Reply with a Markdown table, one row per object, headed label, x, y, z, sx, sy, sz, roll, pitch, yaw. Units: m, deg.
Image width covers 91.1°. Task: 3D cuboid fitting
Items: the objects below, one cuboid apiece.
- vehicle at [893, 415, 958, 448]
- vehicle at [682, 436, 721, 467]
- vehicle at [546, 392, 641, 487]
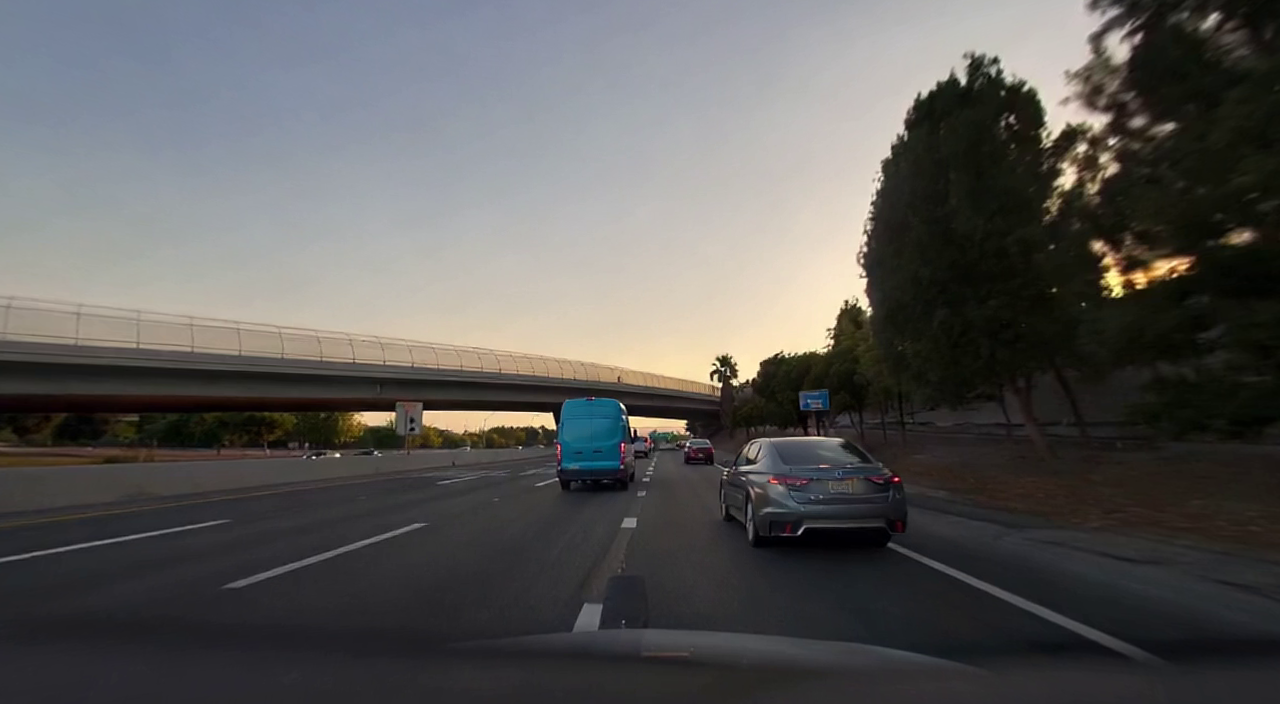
| label | x | y | z | sx | sy | sz | roll | pitch | yaw |
| --- | --- | --- | --- | --- | --- | --- | --- | --- | --- |
| vehicle | 20.376 | 5.784 | 45.174 | 2.445 | 2.240 | 5.659 | -1 | -8 | 5 |
| vehicle | 3.479 | 5.758 | 36.394 | 1.987 | 1.648 | 3.984 | 0 | -8 | 2 |
| vehicle | -1.355 | 2.967 | 21.185 | 2.476 | 2.776 | 5.598 | -1 | -8 | 3 |
